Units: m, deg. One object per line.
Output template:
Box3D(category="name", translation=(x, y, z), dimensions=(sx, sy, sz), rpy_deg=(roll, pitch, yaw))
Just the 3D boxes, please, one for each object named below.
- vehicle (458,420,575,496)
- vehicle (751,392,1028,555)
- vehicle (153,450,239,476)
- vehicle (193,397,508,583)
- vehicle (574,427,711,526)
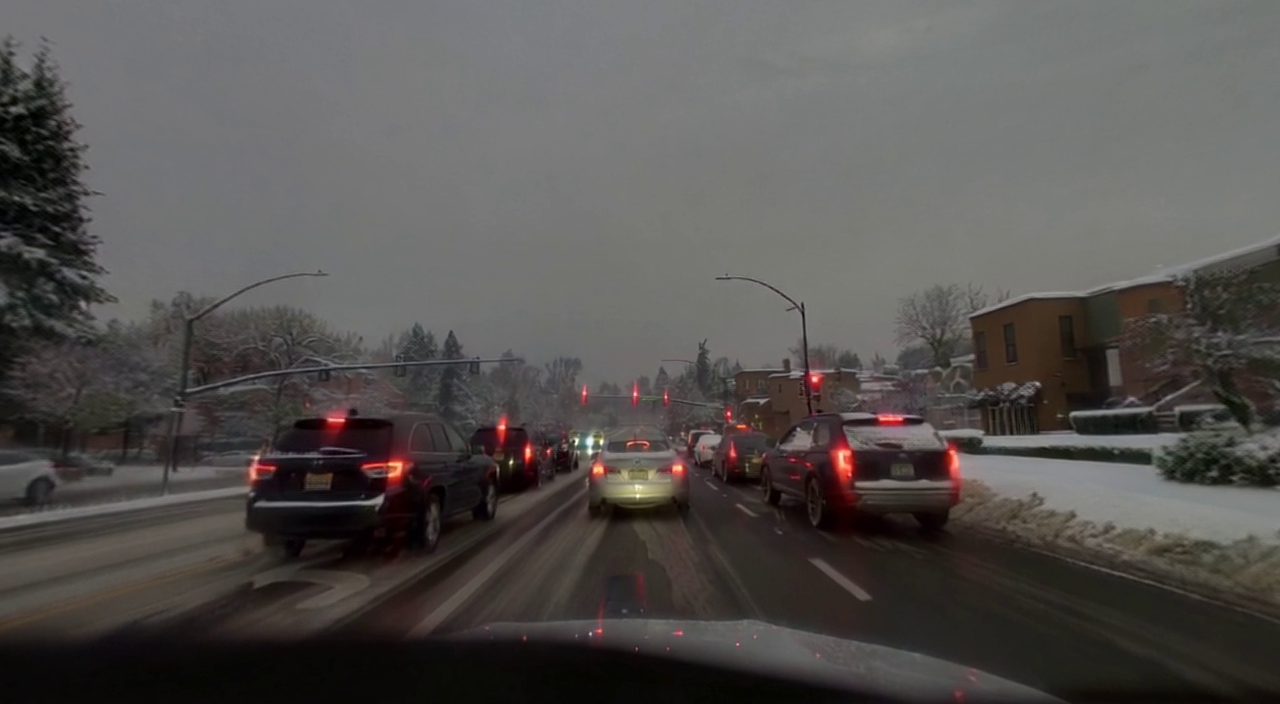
Box3D(category="vehicle", translation=(-3.165, 2.849, 17.234), dimensions=(2.117, 1.772, 4.619), rpy_deg=(0, -8, 2))
Box3D(category="vehicle", translation=(3.246, 1.715, 9.514), dimensions=(2.141, 1.833, 4.704), rpy_deg=(0, -8, -2))
Box3D(category="vehicle", translation=(-32.312, 8.038, 45.715), dimensions=(5.234, 1.767, 2.028), rpy_deg=(-2, -9, 13))
Box3D(category="vehicle", translation=(-3.142, 1.587, 8.013), dimensions=(1.912, 1.703, 4.261), rpy_deg=(0, -8, 1))
Box3D(category="vehicle", translation=(0.029, 2.136, 11.317), dimensions=(2.021, 1.461, 3.862), rpy_deg=(0, -8, 0))
